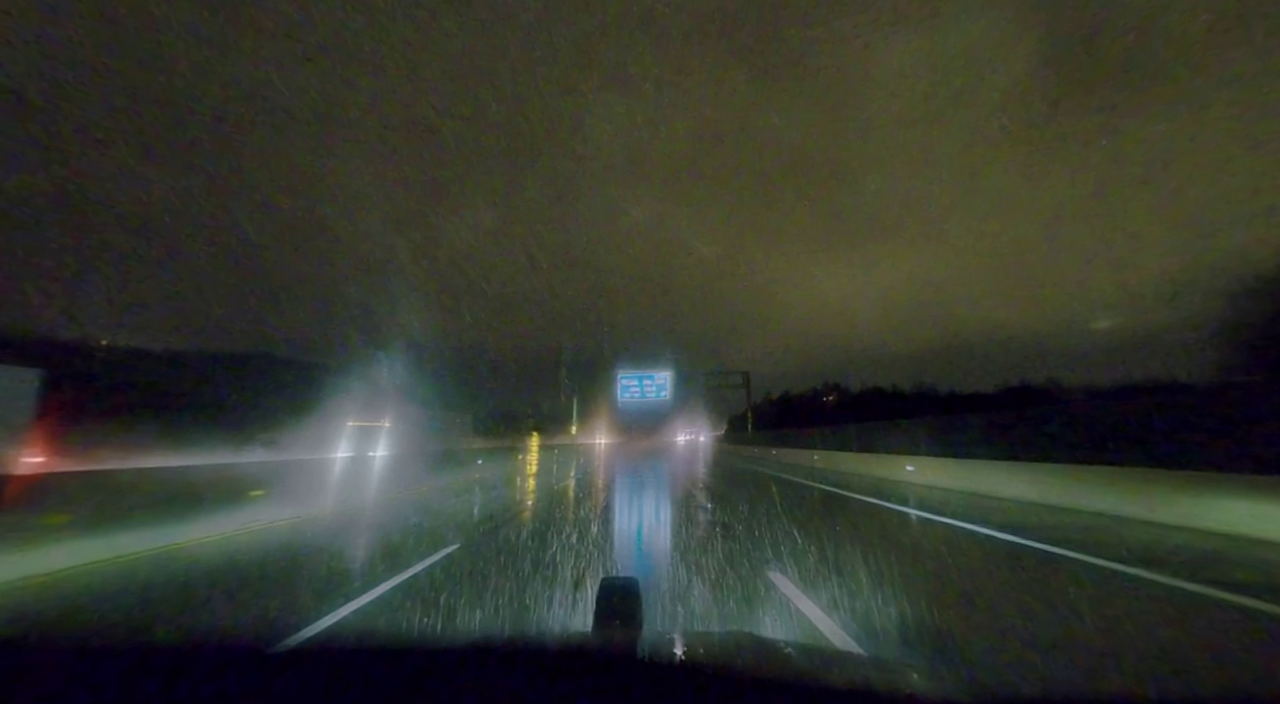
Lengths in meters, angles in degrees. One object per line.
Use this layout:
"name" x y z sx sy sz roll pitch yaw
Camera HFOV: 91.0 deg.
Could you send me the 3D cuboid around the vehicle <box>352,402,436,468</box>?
"vehicle" -15.962 5.480 41.333 2.950 4.004 5.950 0 -8 0
